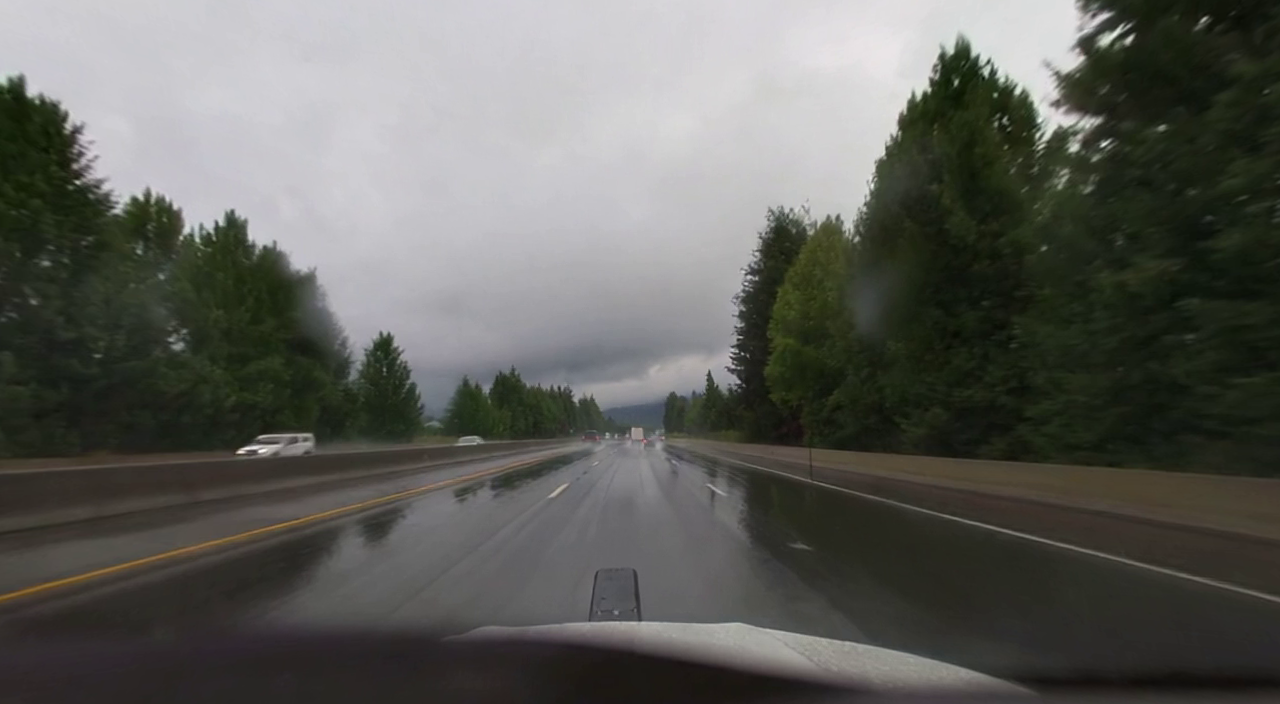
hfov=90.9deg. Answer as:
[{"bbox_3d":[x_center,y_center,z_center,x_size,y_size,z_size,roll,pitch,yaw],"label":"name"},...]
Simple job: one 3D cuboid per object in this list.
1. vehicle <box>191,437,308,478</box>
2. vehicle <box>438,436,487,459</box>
[{"bbox_3d":[-15.900,4.279,25.997,1.926,1.518,4.474,0,-8,0],"label":"vehicle"},{"bbox_3d":[-12.271,6.626,43.852,2.037,1.534,4.739,0,-8,-1],"label":"vehicle"}]
